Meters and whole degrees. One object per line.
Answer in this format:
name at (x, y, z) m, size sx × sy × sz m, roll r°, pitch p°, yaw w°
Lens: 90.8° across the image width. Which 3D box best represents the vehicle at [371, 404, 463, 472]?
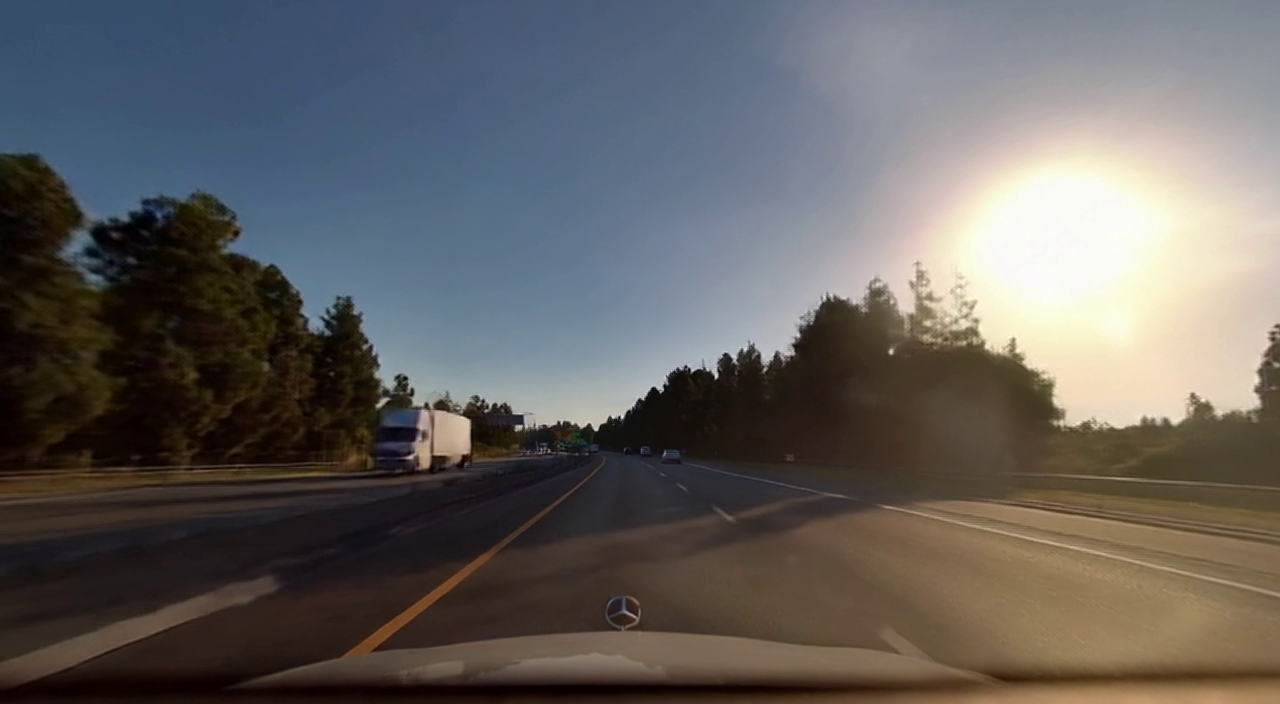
vehicle at (-13.787, 5.513, 39.929) m, size 2.763 × 3.848 × 8.560 m, roll 0°, pitch -9°, yaw -1°
